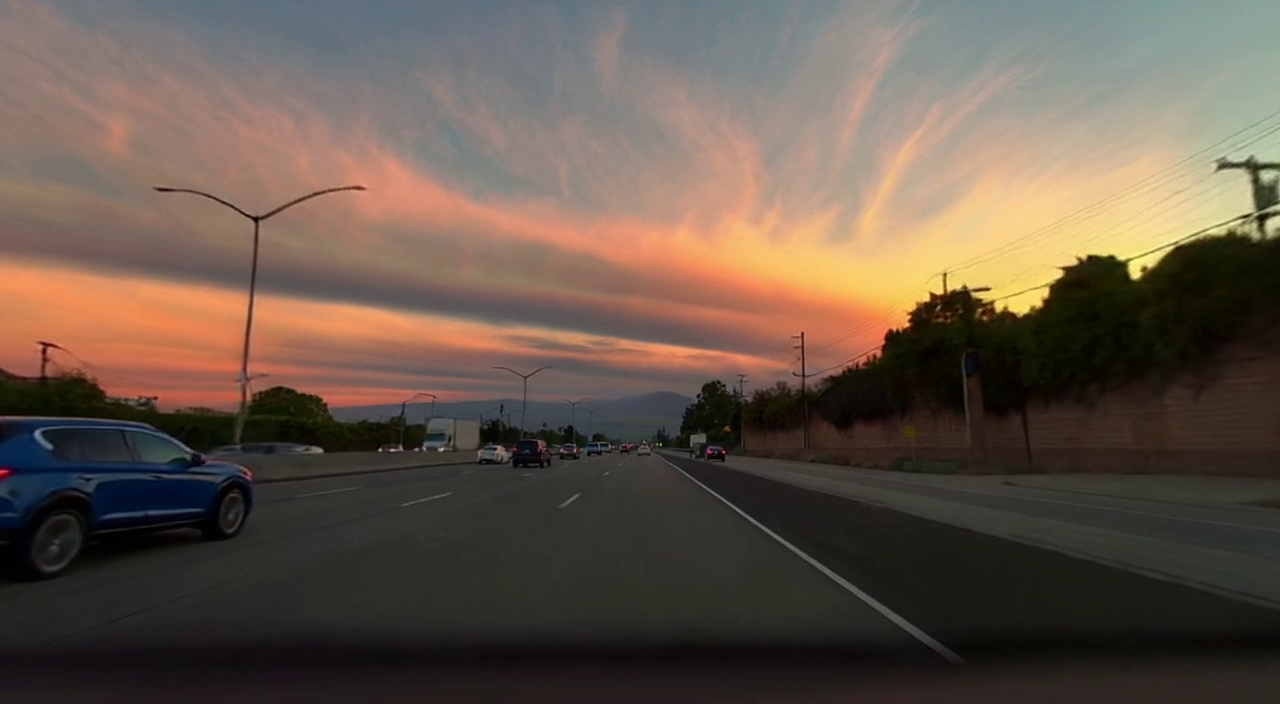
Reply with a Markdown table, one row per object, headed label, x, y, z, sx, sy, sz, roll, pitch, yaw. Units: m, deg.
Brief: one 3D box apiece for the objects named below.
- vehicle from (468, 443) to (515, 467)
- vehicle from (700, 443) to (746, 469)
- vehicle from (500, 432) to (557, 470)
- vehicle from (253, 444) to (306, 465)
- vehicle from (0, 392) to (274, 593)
| label | x | y | z | sx | sy | sz | roll | pitch | yaw |
| --- | --- | --- | --- | --- | --- | --- | --- | --- | --- |
| vehicle | -9.837 | 6.828 | 42.043 | 2.042 | 1.485 | 4.395 | 0 | -9 | 1 |
| vehicle | 5.219 | 6.599 | 40.270 | 2.251 | 1.520 | 4.550 | 1 | -9 | -1 |
| vehicle | -6.119 | 5.535 | 35.237 | 2.255 | 1.934 | 4.868 | 0 | -9 | 0 |
| vehicle | -25.745 | 7.303 | 45.073 | 1.568 | 1.433 | 3.591 | 1 | -9 | 1 |
| vehicle | -6.484 | 1.434 | 6.957 | 2.058 | 1.698 | 4.567 | 0 | -9 | 1 |
